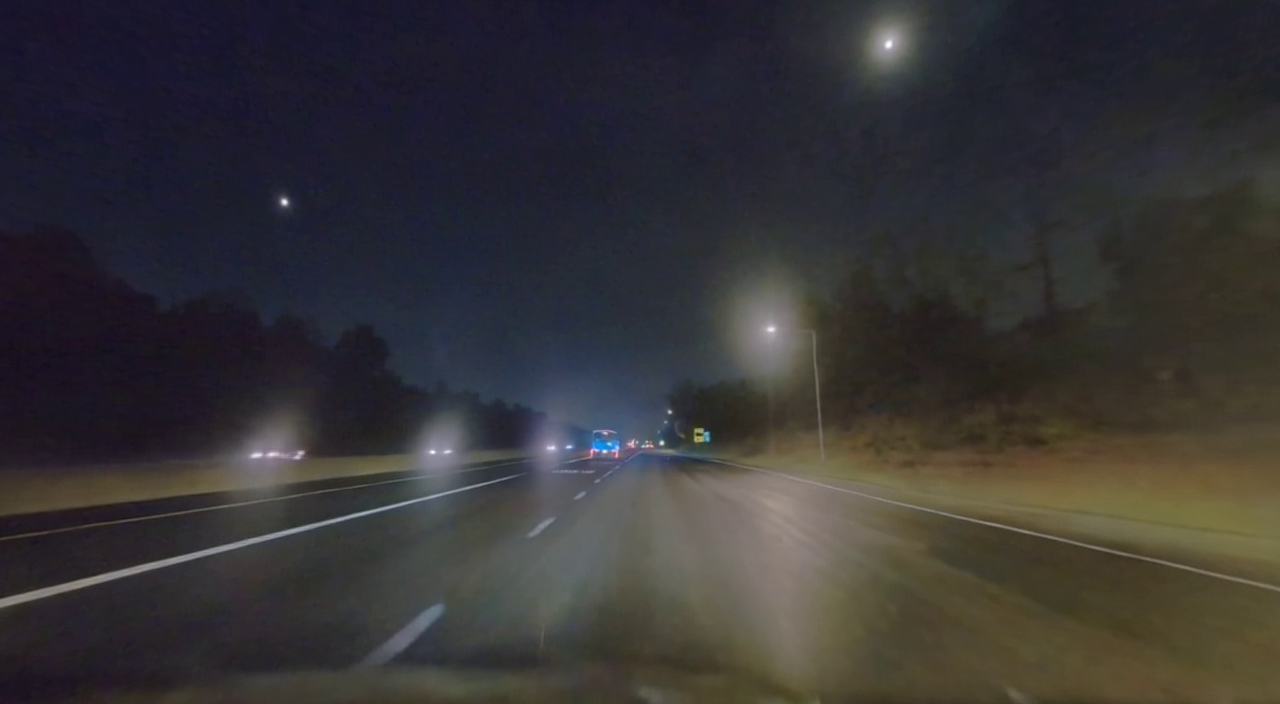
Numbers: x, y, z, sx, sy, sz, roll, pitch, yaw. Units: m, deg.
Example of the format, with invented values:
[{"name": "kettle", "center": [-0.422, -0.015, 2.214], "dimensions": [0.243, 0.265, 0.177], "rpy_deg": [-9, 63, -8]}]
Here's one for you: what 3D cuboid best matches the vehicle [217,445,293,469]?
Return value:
[{"name": "vehicle", "center": [-26.071, 7.092, 42.904], "dimensions": [1.866, 1.493, 5.057], "rpy_deg": [0, -8, 1]}]
